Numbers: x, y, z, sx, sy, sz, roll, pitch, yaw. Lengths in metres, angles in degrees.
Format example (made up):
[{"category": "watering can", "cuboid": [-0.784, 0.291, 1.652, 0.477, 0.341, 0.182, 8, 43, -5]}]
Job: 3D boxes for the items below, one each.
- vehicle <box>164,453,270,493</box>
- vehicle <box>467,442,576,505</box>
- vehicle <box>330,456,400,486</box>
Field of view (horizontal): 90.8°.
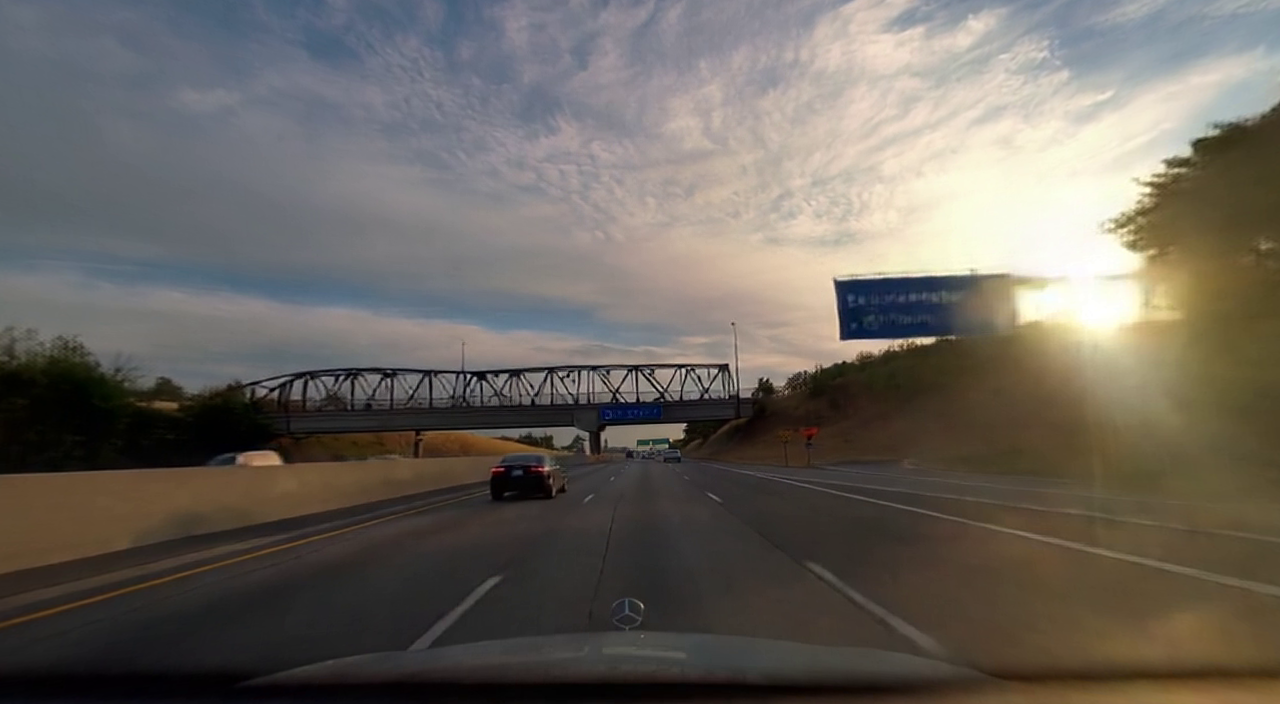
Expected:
[{"category": "vehicle", "cuboid": [-22.319, 6.386, 33.627, 2.063, 1.909, 5.073, 0, -9, 1]}, {"category": "vehicle", "cuboid": [-3.193, 3.389, 18.010, 2.180, 1.537, 4.459, 0, -9, 1]}, {"category": "vehicle", "cuboid": [-14.686, 6.330, 33.927, 1.865, 1.463, 4.048, 0, -9, 1]}]
